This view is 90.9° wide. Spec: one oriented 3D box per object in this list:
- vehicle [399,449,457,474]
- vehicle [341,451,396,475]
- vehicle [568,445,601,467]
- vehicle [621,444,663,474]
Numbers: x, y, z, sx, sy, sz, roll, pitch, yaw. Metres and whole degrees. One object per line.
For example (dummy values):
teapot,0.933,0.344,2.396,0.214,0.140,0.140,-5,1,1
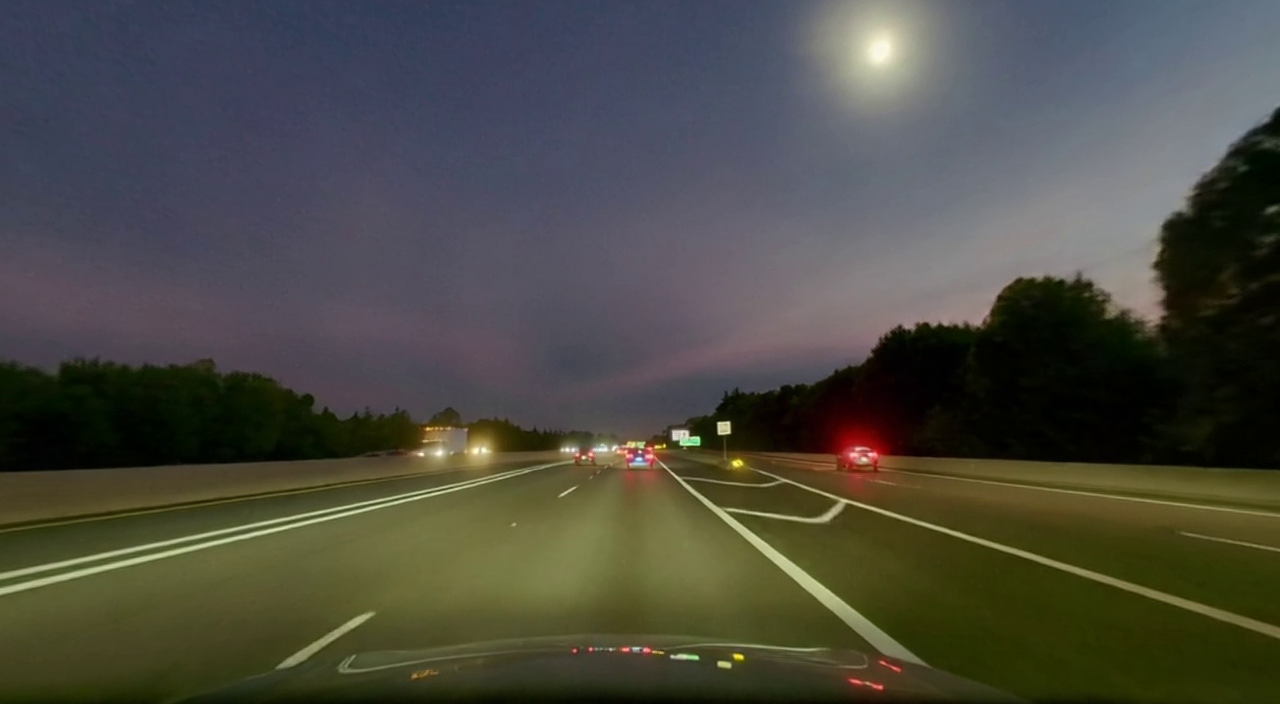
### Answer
vehicle,-12.992,6.725,38.886,1.942,1.438,4.458,0,-9,2
vehicle,-17.621,7.180,41.096,1.803,1.464,3.889,0,-9,1
vehicle,-3.853,7.273,44.211,1.877,1.504,3.799,0,-9,1
vehicle,0.065,5.492,32.425,2.002,1.449,3.612,0,-9,-1
